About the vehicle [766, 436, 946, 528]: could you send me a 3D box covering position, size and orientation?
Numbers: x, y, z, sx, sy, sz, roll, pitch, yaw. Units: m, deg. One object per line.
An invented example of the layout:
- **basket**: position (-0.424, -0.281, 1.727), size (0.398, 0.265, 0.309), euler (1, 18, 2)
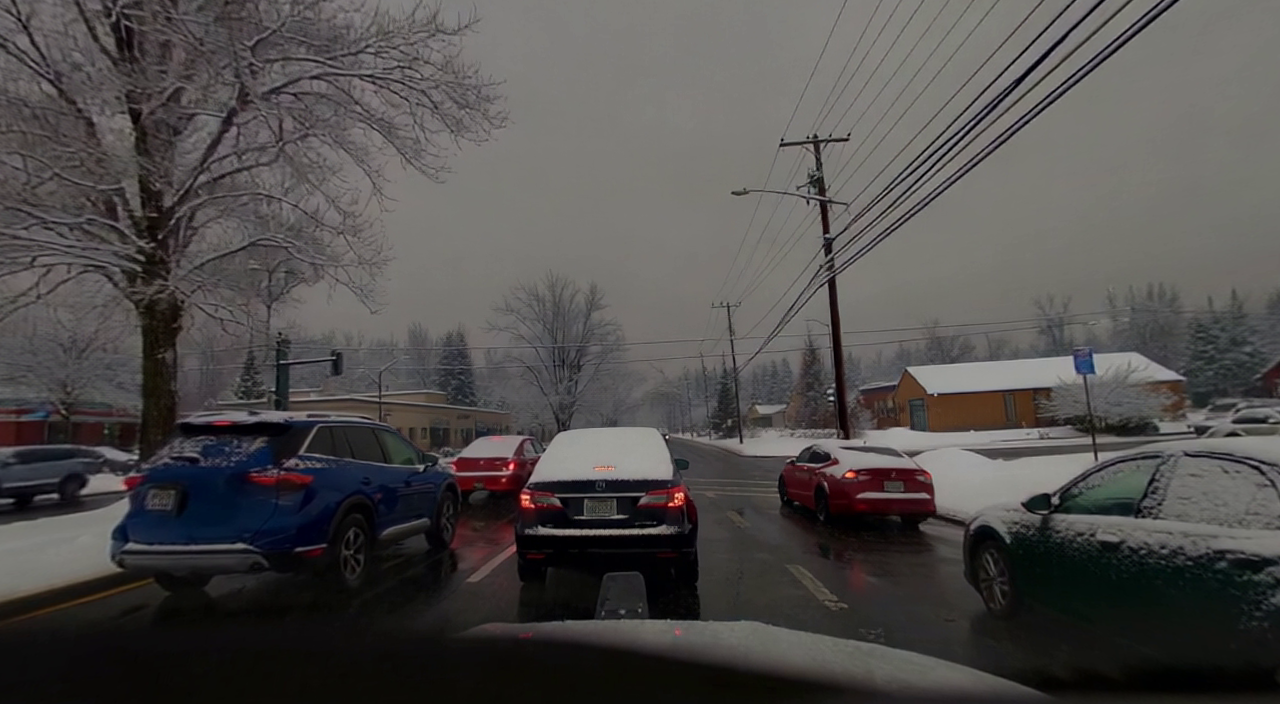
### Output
- **vehicle**: position (3.933, 2.427, 12.412), size (1.909, 1.473, 4.361), euler (0, -9, -1)

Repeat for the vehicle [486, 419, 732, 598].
- **vehicle**: position (-0.324, 1.631, 7.397), size (2.097, 1.511, 3.809), euler (0, -9, -2)

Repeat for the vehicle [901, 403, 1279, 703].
- **vehicle**: position (3.661, 1.185, 4.139), size (1.929, 1.479, 4.723), euler (0, -9, 1)

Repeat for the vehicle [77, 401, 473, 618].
- **vehicle**: position (-3.453, 1.556, 7.185), size (1.979, 1.697, 4.254), euler (0, -9, -1)

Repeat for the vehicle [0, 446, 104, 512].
- **vehicle**: position (-20.580, 4.084, 20.662), size (1.883, 2.020, 4.700), euler (0, -8, 1)
